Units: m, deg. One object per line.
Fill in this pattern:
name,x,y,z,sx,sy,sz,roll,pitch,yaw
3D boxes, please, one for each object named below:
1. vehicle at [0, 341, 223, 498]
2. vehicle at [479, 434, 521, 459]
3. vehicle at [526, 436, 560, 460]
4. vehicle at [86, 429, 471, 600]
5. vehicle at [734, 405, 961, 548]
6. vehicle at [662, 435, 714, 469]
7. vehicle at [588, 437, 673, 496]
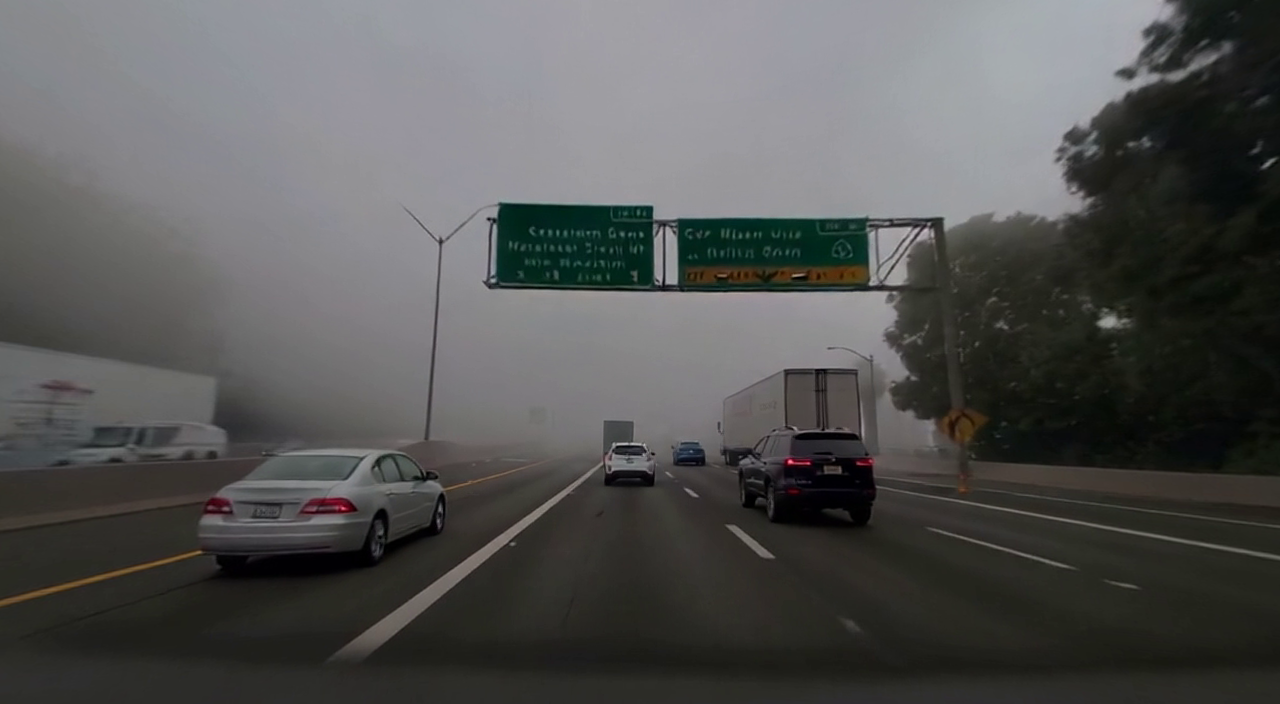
vehicle,-17.778,2.137,18.792,3.177,3.891,11.315,0,-8,-2
vehicle,-10.241,6.970,46.452,2.131,1.792,4.757,0,-8,-1
vehicle,-7.204,7.174,47.049,2.018,1.675,4.281,0,-8,-2
vehicle,-3.645,1.696,7.571,1.998,1.423,4.436,0,-8,0
vehicle,3.091,1.979,10.641,2.173,1.870,4.499,0,-8,-1
vehicle,2.727,5.851,37.152,2.476,1.843,5.652,0,-8,-2
vehicle,-0.280,3.199,17.989,2.136,1.470,3.971,0,-8,-1
